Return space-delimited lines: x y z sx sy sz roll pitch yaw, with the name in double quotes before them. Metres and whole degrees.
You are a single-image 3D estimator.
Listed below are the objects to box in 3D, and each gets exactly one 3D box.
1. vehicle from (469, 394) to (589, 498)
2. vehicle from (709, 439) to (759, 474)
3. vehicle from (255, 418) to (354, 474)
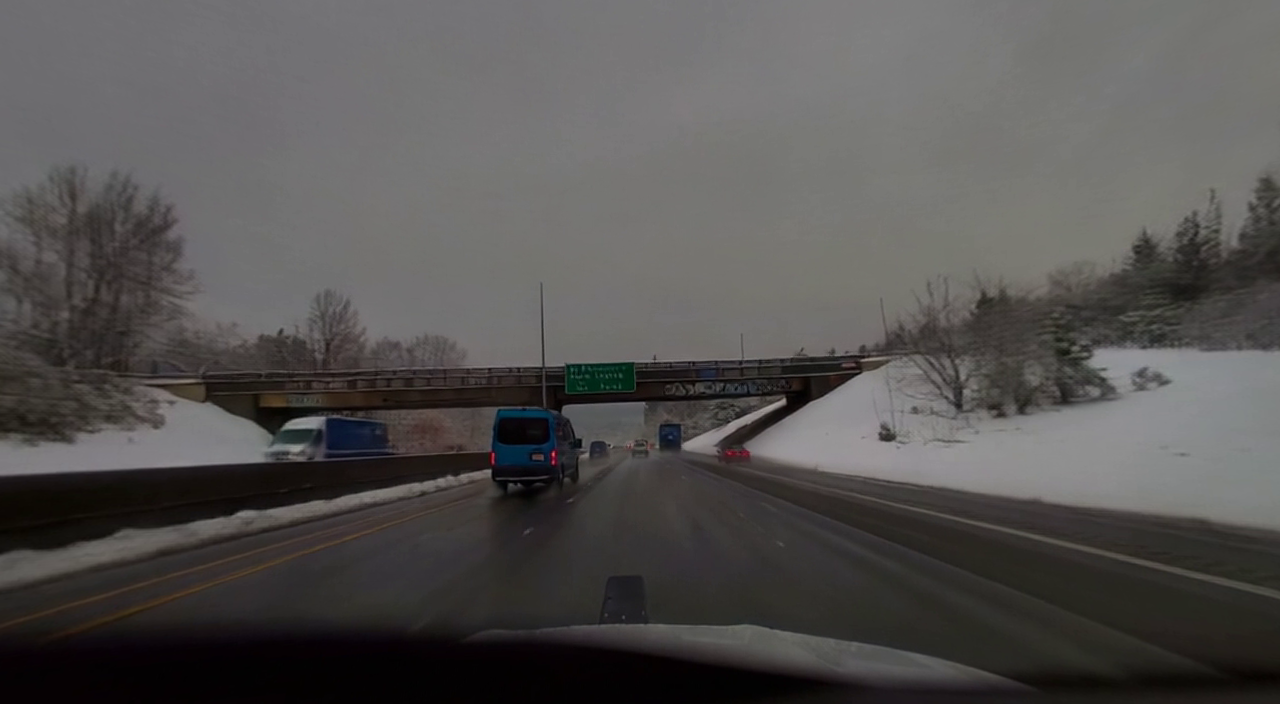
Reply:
"vehicle" -3.052 2.825 18.921 2.451 2.627 5.868 0 -9 1
"vehicle" 4.793 5.414 32.746 1.936 1.664 4.198 0 -9 0
"vehicle" -20.627 5.864 39.201 2.846 3.181 5.872 0 -9 0
